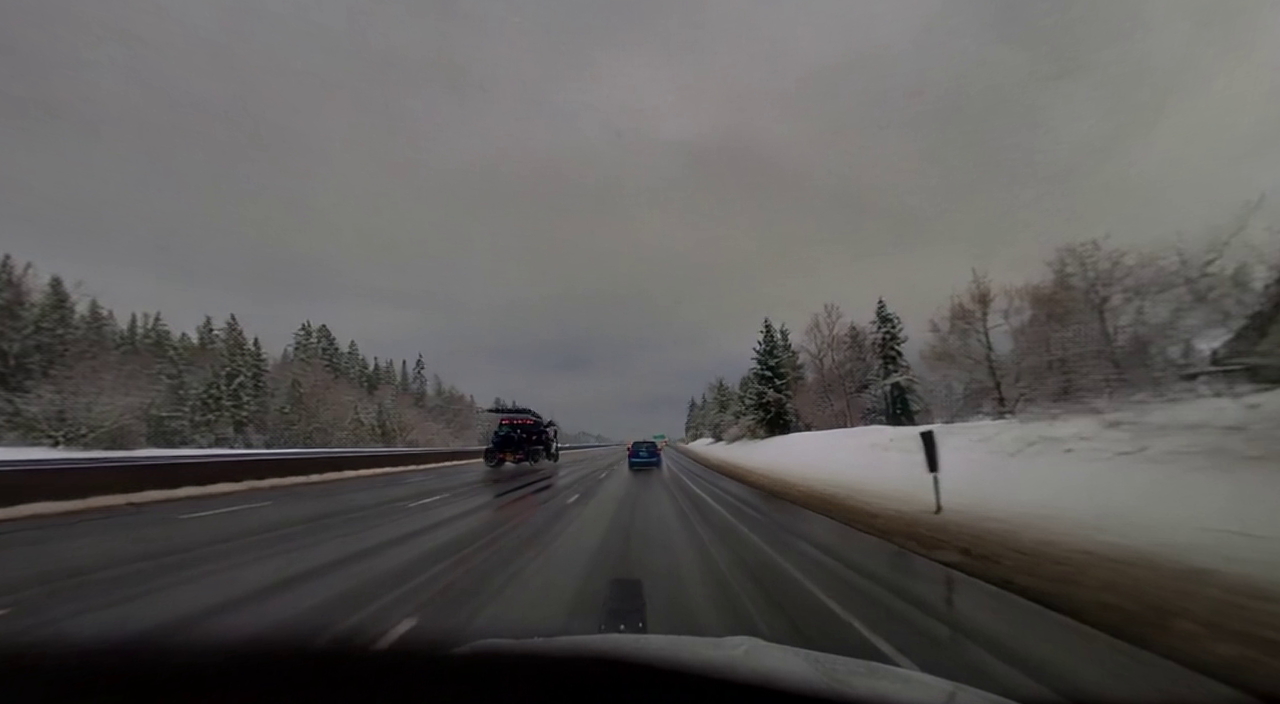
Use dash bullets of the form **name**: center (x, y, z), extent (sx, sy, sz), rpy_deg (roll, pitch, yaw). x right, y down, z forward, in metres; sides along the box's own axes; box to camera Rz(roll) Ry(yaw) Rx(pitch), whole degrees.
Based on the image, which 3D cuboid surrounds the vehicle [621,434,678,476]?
- **vehicle**: center (0.395, 4.560, 28.071), extent (2.336, 1.722, 4.212), rpy_deg (0, -8, 0)

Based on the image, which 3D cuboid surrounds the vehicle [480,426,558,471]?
- **vehicle**: center (-6.534, 5.371, 35.261), extent (2.827, 2.236, 7.057), rpy_deg (0, -8, 1)
